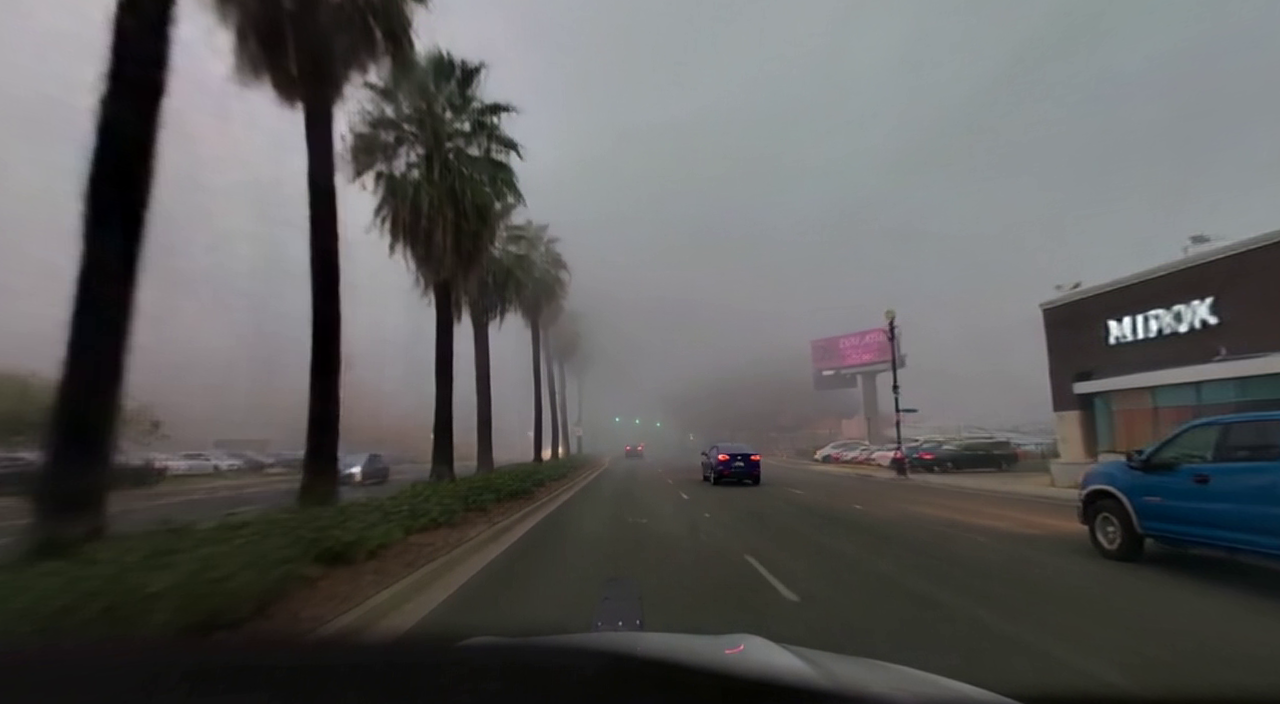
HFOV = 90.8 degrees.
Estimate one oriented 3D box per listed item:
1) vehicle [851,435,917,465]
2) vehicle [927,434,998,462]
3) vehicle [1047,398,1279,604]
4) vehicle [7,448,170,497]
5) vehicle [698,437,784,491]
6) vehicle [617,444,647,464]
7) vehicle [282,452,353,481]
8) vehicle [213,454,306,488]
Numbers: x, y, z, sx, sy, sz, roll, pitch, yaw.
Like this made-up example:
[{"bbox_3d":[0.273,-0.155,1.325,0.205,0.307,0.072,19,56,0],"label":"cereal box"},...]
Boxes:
[{"bbox_3d":[15.406,6.215,40.218,2.067,1.772,4.910,0,-8,-2],"label":"vehicle"},{"bbox_3d":[20.640,6.162,40.619,1.925,1.724,4.458,0,-9,-4],"label":"vehicle"},{"bbox_3d":[6.114,1.171,4.974,2.140,1.606,5.437,0,-9,-1],"label":"vehicle"},{"bbox_3d":[-24.241,5.283,28.220,2.112,1.821,5.960,-2,-8,-2],"label":"vehicle"},{"bbox_3d":[3.114,3.550,20.425,1.889,1.541,4.303,0,-8,-2],"label":"vehicle"},{"bbox_3d":[-0.671,7.986,49.572,2.258,1.468,4.076,0,-8,-2],"label":"vehicle"},{"bbox_3d":[-19.476,6.914,38.428,1.840,1.524,4.923,0,-8,-2],"label":"vehicle"},{"bbox_3d":[-19.408,6.060,32.535,1.983,1.492,4.904,0,-8,-3],"label":"vehicle"}]
